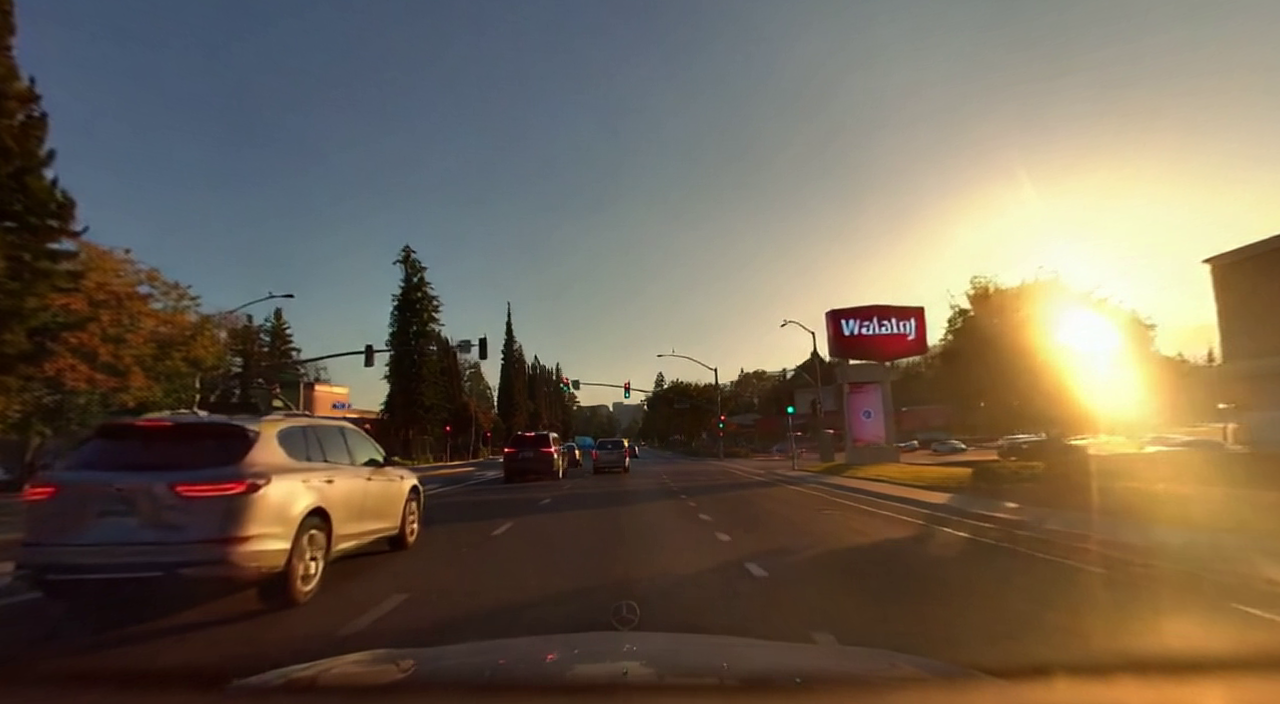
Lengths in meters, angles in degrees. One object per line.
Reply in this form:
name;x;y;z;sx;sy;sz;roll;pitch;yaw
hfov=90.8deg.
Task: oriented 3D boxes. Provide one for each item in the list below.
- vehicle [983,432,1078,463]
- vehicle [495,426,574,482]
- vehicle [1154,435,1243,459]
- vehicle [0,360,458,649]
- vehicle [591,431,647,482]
vehicle;26.558;6.492;43.084;5.039;1.877;2.076;-2;-8;-1
vehicle;-4.096;4.097;25.640;2.252;1.999;5.605;0;-8;0
vehicle;38.262;6.506;43.324;4.317;1.517;1.965;1;-8;-2
vehicle;-3.757;1.346;6.641;2.159;1.877;4.925;0;-8;1
vehicle;-0.809;4.127;25.204;2.061;1.809;4.141;0;-8;-1
